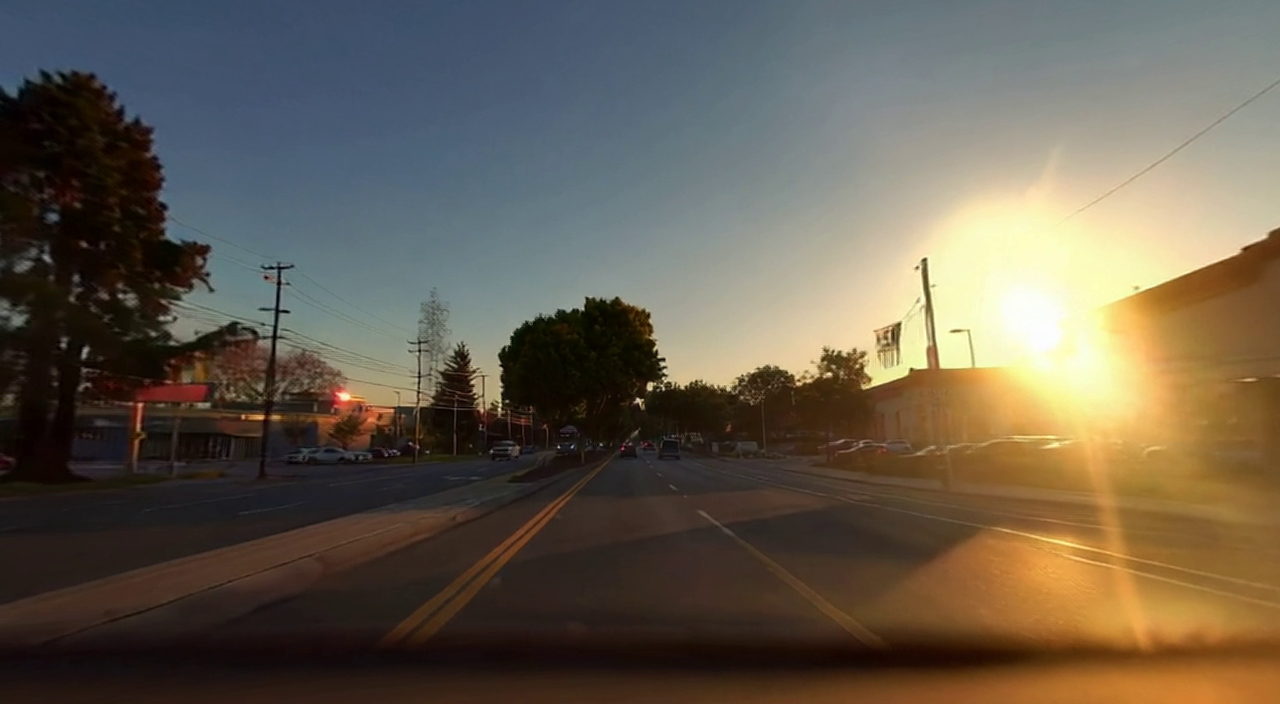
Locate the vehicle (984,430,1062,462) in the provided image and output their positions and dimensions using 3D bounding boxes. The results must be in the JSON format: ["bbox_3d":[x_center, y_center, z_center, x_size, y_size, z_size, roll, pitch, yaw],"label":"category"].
[{"bbox_3d":[24.428,6.034,40.553,2.136,1.872,4.695,-2,-9,2],"label":"vehicle"}]

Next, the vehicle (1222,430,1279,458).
[{"bbox_3d":[40.804,5.919,40.655,2.228,1.745,4.652,0,-8,1],"label":"vehicle"}]

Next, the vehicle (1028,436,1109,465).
[{"bbox_3d":[27.149,6.244,40.241,2.066,1.655,4.485,-2,-8,1],"label":"vehicle"}]
